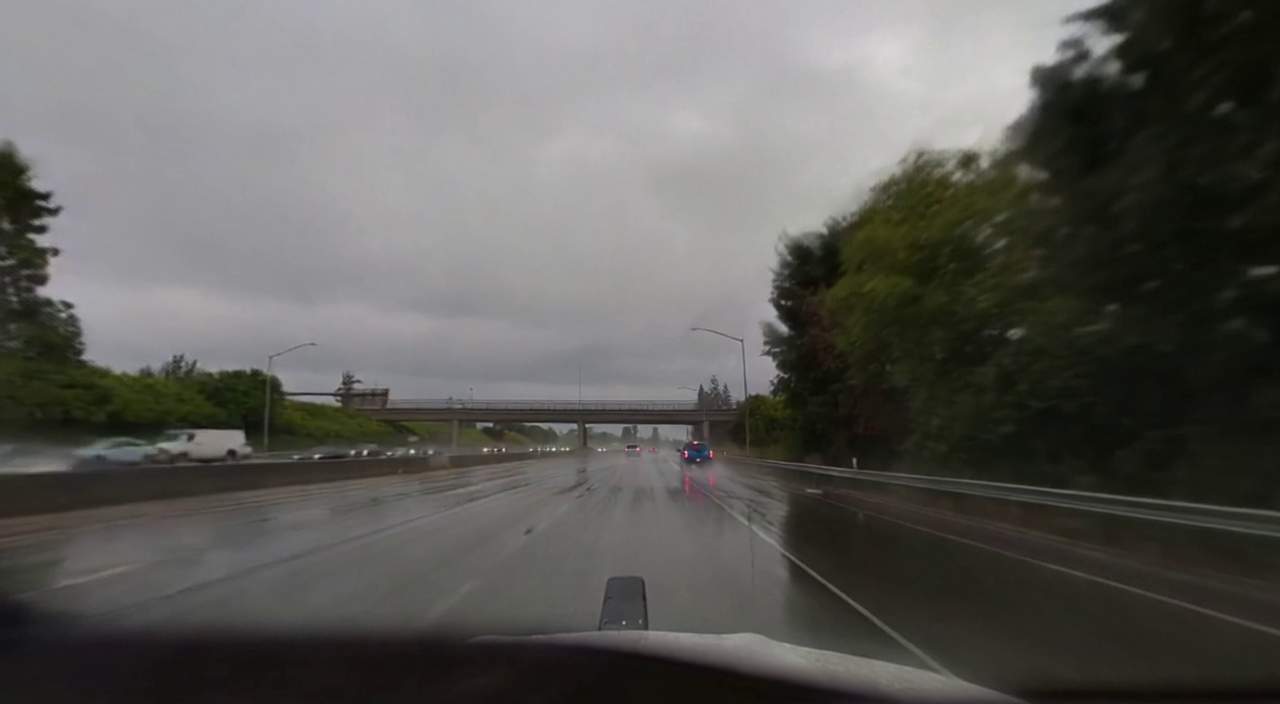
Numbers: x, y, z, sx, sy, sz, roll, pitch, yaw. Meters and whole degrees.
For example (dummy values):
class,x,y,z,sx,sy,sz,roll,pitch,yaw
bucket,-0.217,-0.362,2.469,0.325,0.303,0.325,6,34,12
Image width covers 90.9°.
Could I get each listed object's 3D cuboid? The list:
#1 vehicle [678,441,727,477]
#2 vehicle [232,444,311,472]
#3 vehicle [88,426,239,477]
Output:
class,x,y,z,sx,sy,sz,roll,pitch,yaw
vehicle,2.981,5.236,31.187,2.010,1.637,4.940,0,-9,1
vehicle,-20.416,5.871,35.173,1.833,1.457,4.188,0,-9,0
vehicle,-23.720,5.018,31.888,2.808,2.299,6.041,0,-8,1
